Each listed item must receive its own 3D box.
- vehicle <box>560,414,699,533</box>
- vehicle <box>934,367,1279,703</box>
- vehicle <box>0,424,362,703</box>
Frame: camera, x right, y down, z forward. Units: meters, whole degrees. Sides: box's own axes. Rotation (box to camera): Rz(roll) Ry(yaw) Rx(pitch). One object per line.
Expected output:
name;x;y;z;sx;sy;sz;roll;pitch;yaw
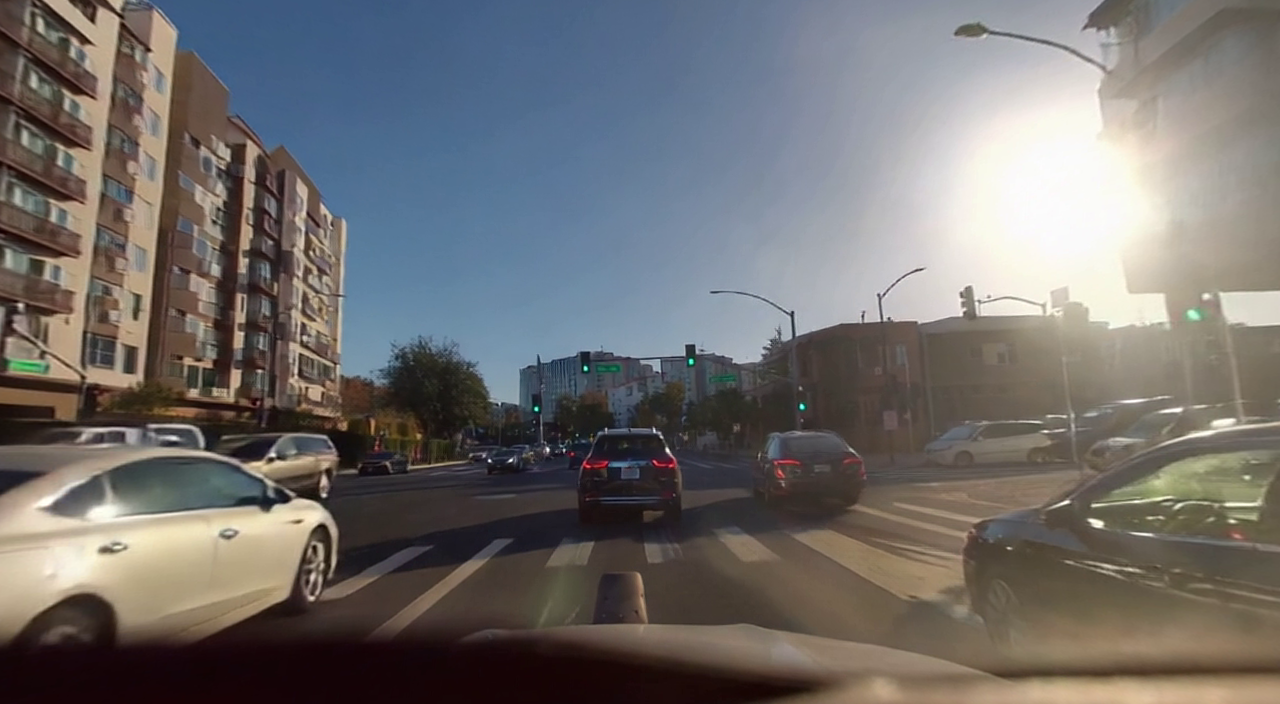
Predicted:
vehicle;-0.160;2.327;12.789;2.206;1.858;5.332;0;-8;0
vehicle;3.151;0.908;2.514;1.906;1.608;4.137;0;-8;-1
vehicle;-3.739;1.218;3.741;2.055;1.488;4.733;0;-8;0
